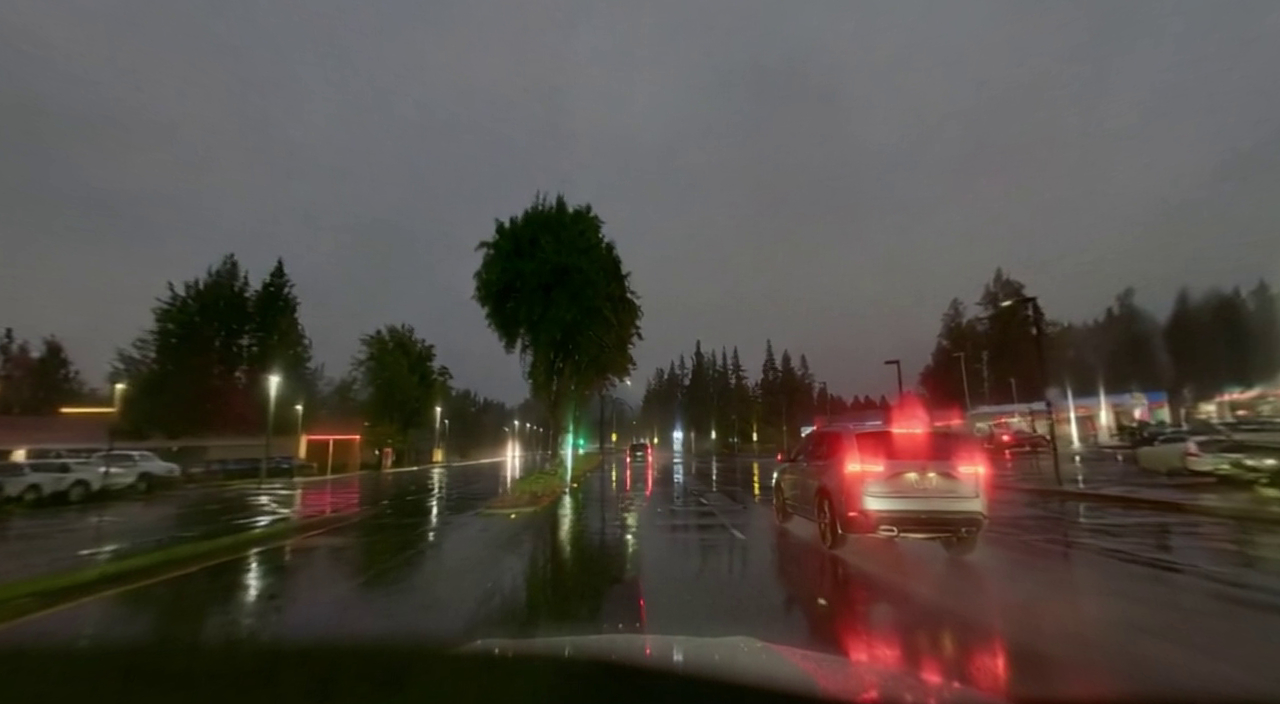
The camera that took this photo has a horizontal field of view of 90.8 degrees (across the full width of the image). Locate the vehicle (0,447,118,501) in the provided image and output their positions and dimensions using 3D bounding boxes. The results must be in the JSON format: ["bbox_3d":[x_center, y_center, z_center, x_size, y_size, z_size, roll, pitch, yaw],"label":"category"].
[{"bbox_3d":[-25.457,5.074,26.128,5.437,1.926,2.310,-1,-8,-16],"label":"vehicle"}]

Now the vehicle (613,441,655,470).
[{"bbox_3d":[-0.301,5.619,34.477,2.126,1.475,3.967,0,-8,0],"label":"vehicle"}]

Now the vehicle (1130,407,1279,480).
[{"bbox_3d":[19.310,2.844,20.162,5.704,2.047,2.413,-1,-9,-11],"label":"vehicle"}]

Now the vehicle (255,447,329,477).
[{"bbox_3d":[-25.475,8.058,46.203,5.851,1.918,2.142,-8,-9,32],"label":"vehicle"}]

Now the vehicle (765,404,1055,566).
[{"bbox_3d":[3.307,1.735,8.975,2.110,1.698,4.397,0,-8,-1],"label":"vehicle"}]
